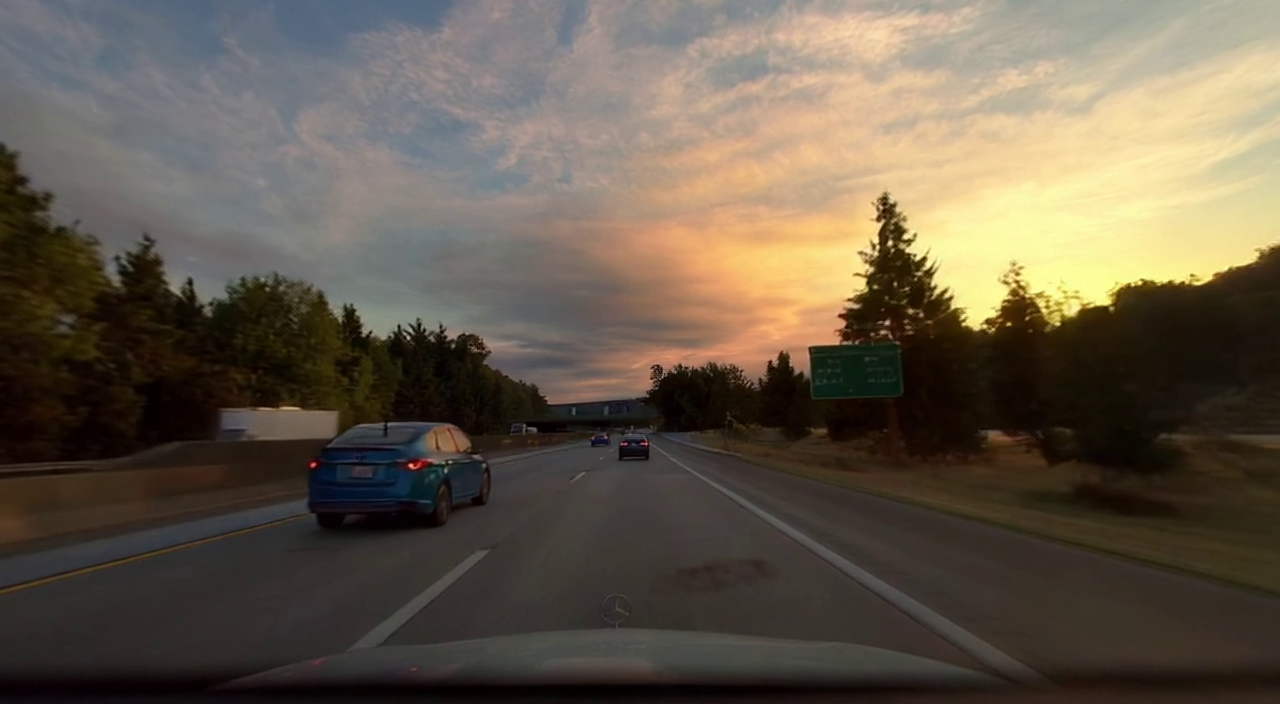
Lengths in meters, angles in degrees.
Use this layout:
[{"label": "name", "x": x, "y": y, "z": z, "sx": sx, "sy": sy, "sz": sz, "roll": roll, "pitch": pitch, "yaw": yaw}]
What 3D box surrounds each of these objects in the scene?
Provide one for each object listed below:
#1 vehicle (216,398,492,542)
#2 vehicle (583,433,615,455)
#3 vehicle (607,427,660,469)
[{"label": "vehicle", "x": -4.070, "y": 1.779, "z": 10.183, "sx": 2.251, "sy": 1.749, "sz": 4.820, "roll": 0, "pitch": -8, "yaw": -1}, {"label": "vehicle", "x": -3.001, "y": 6.767, "z": 46.432, "sx": 2.030, "sy": 1.491, "sz": 4.046, "roll": 0, "pitch": -8, "yaw": 1}, {"label": "vehicle", "x": -0.283, "y": 4.172, "z": 27.646, "sx": 2.134, "sy": 1.654, "sz": 4.174, "roll": 0, "pitch": -8, "yaw": -1}]
